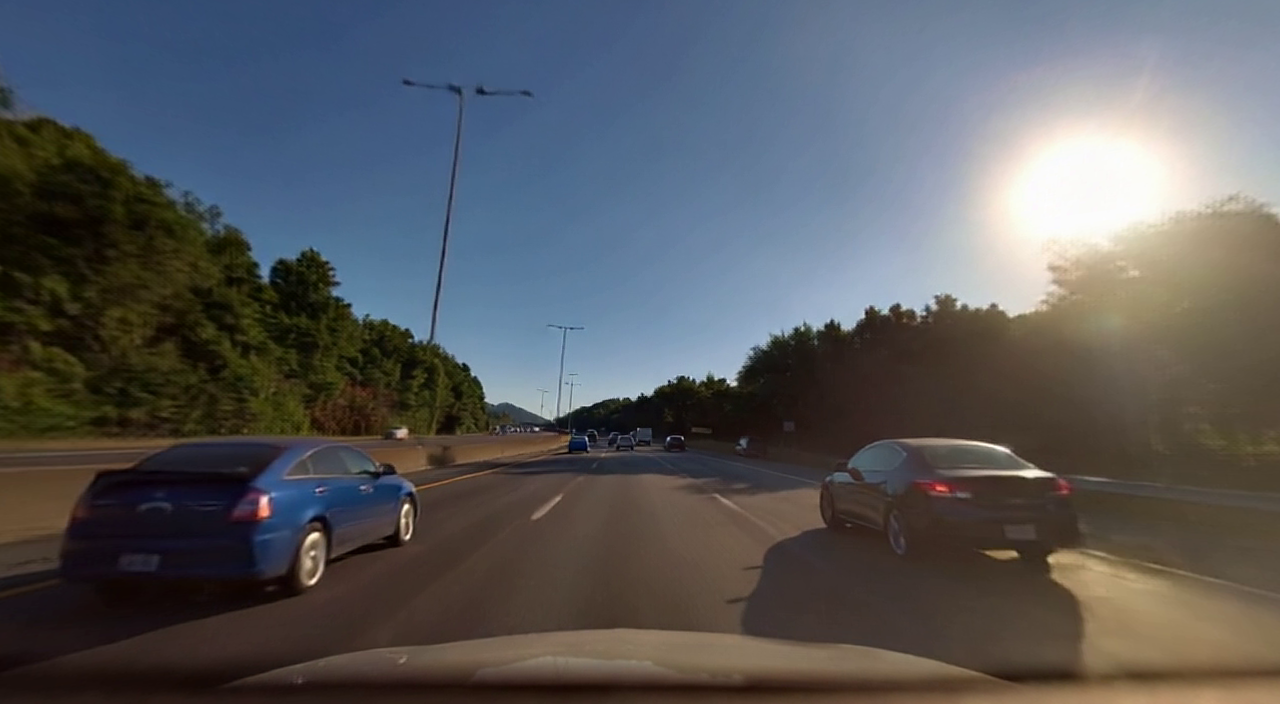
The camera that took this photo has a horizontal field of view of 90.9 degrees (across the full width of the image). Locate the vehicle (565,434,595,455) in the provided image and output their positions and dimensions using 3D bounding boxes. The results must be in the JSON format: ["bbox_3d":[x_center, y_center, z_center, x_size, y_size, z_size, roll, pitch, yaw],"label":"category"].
[{"bbox_3d":[-4.566,7.070,48.359,1.941,1.529,4.111,0,-8,-1],"label":"vehicle"}]

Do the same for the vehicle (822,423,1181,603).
[{"bbox_3d":[3.694,1.653,7.416,1.883,1.536,3.792,0,-8,-1],"label":"vehicle"}]

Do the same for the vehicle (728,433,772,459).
[{"bbox_3d":[7.757,6.657,44.853,2.156,1.679,4.492,1,-8,-3],"label":"vehicle"}]

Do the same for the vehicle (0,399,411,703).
[{"bbox_3d":[-3.907,1.316,5.438,2.032,1.535,4.889,0,-8,0],"label":"vehicle"}]
